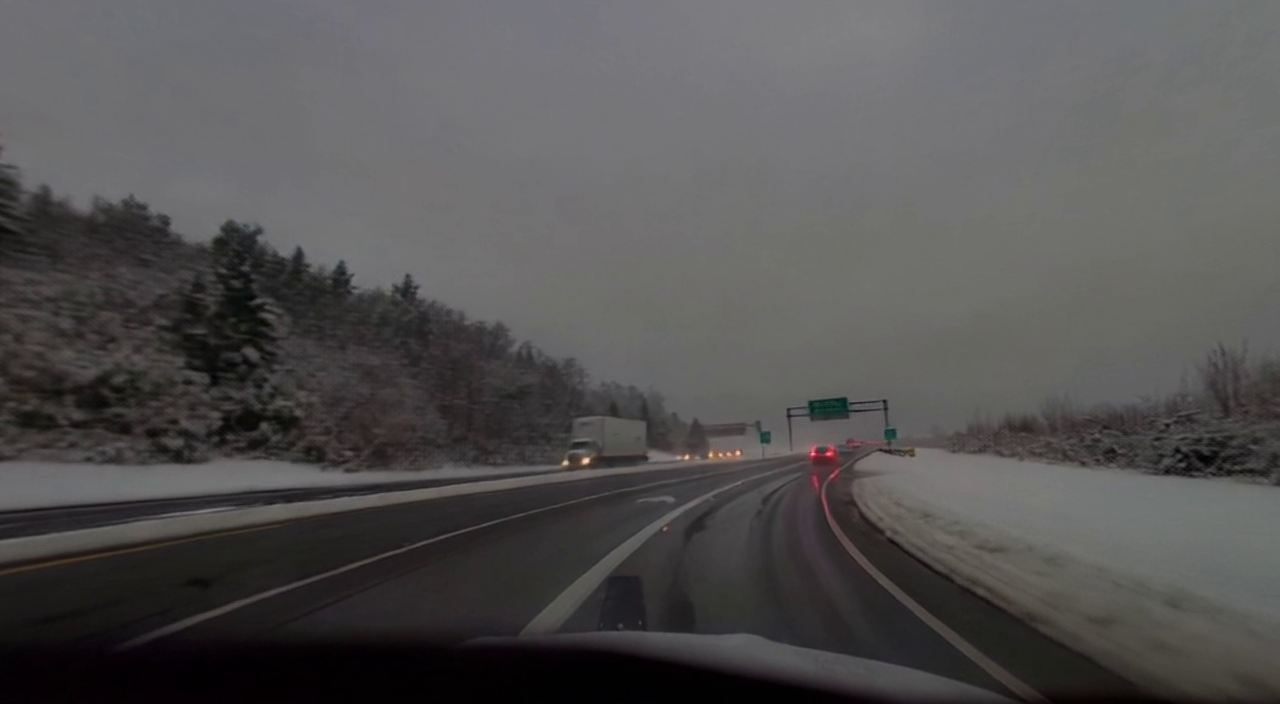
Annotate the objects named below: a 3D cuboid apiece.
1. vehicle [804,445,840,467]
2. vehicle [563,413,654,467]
[{"bbox_3d":[12.416,7.052,42.873,1.807,1.427,3.645,-4,-10,23],"label":"vehicle"},{"bbox_3d":[-2.084,6.544,46.355,2.965,3.507,9.019,-4,-10,23],"label":"vehicle"}]
